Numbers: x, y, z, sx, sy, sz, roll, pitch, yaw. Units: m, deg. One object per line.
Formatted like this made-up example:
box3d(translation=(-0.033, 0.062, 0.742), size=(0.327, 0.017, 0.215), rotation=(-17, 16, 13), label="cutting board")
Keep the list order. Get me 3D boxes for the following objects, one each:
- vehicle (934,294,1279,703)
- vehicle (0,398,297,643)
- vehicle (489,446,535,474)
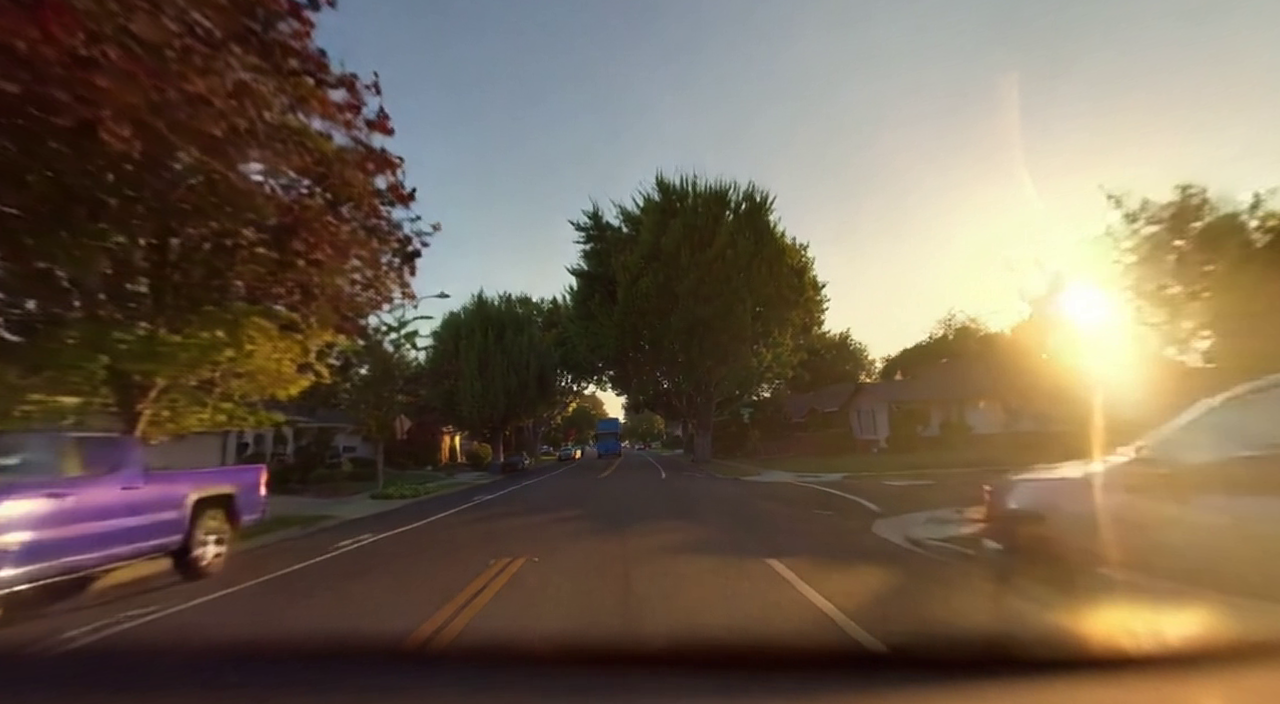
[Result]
box3d(translation=(3.421, 0.696, 2.153), size=(2.235, 1.826, 5.321), rotation=(0, -9, 0), label="vehicle")
box3d(translation=(-6.567, 1.669, 6.930), size=(2.302, 2.059, 5.758), rotation=(0, -9, 1), label="vehicle")
box3d(translation=(-8.739, 7.418, 43.632), size=(2.119, 1.775, 4.643), rotation=(0, -9, 1), label="vehicle")
